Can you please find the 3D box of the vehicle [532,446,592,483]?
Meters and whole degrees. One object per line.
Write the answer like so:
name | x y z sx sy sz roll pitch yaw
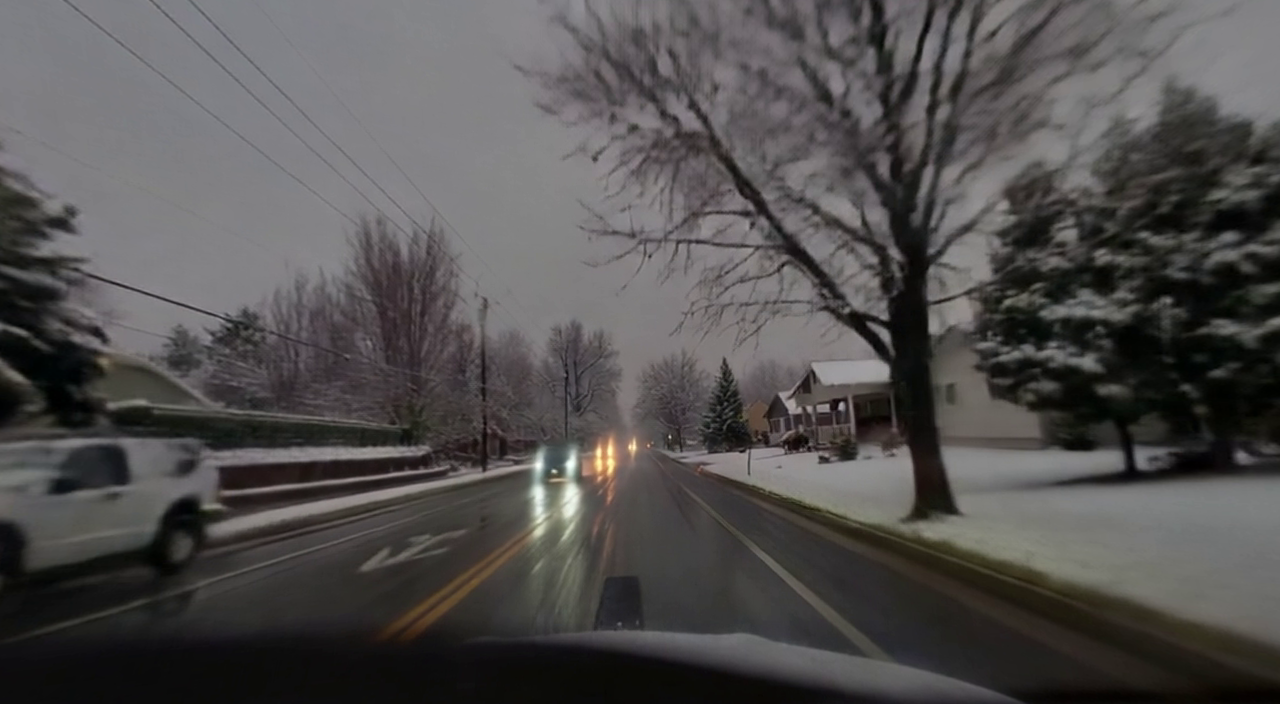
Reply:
vehicle | -3.427 5.035 28.611 2.074 1.527 4.438 -1 -9 1

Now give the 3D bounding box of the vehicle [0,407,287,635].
vehicle | -6.529 1.817 7.255 2.176 1.885 5.174 -4 -9 -2
